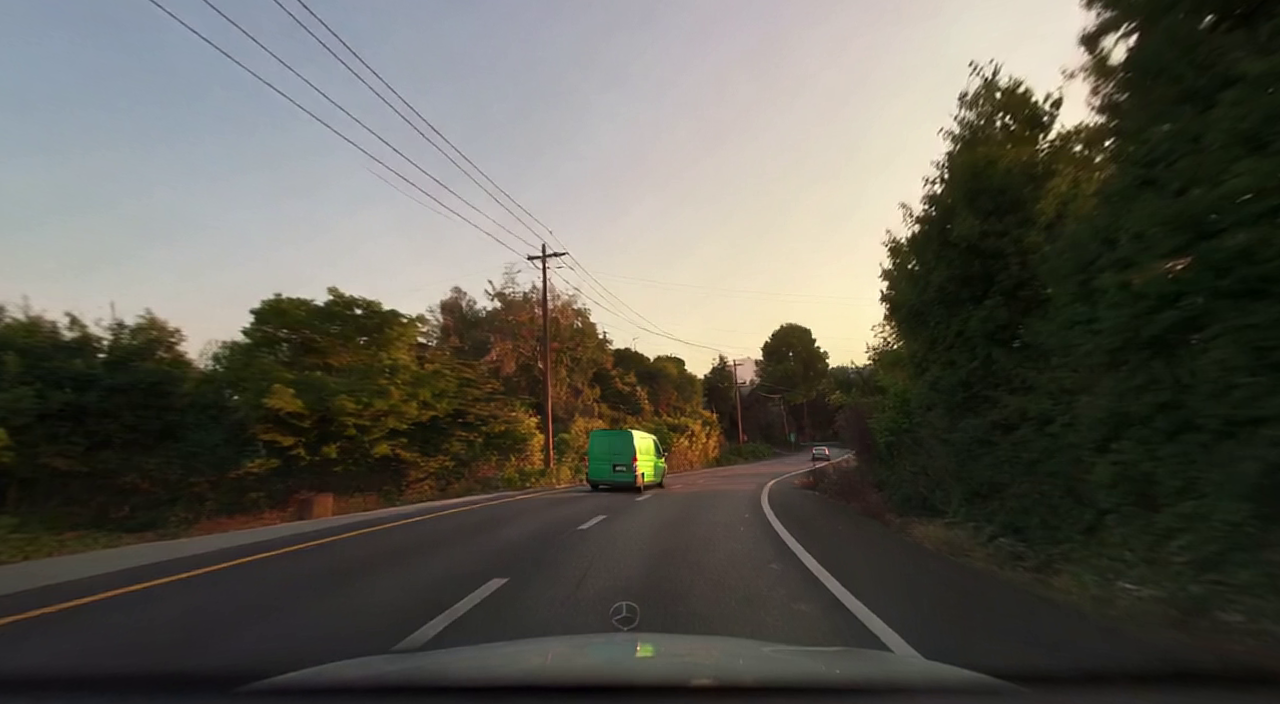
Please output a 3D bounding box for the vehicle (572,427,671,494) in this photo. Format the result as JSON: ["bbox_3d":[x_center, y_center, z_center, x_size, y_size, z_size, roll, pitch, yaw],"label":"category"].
[{"bbox_3d":[-0.489,3.710,21.770,2.270,2.023,4.632,-3,-9,14],"label":"vehicle"}]
